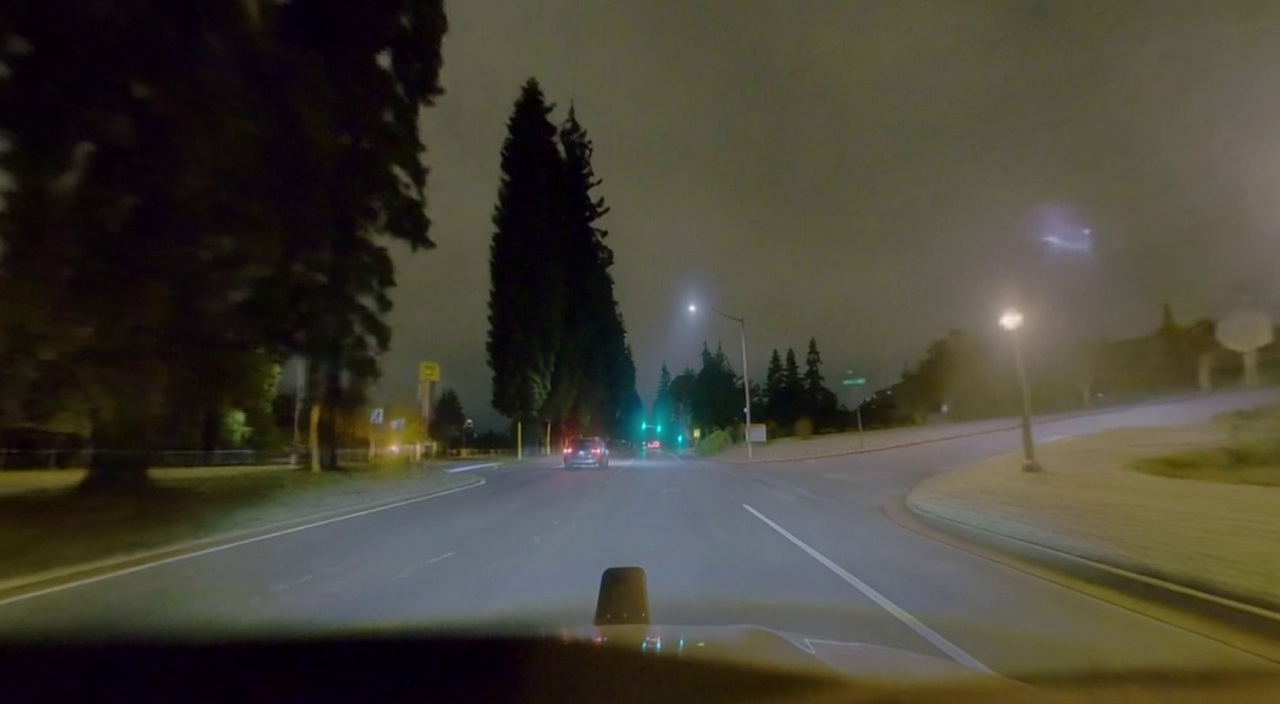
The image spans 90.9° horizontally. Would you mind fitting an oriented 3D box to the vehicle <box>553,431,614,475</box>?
[{"bbox_3d":[-2.275,4.229,26.604,2.016,1.694,4.335,0,-8,2],"label":"vehicle"}]
